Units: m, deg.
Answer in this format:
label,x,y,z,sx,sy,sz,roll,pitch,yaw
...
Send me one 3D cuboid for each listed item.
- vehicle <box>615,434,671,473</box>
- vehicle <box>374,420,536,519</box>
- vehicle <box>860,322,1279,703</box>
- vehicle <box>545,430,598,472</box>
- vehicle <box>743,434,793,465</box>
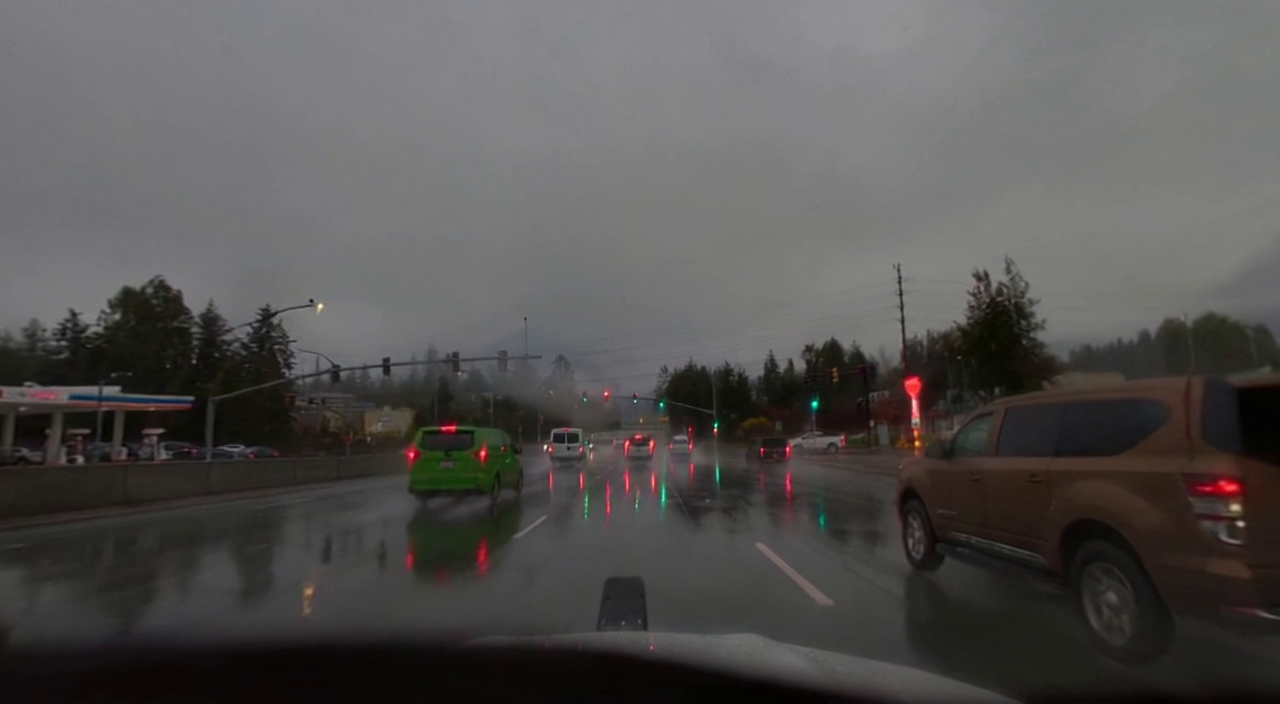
label,x,y,z,sx,sy,sz,roll,pitch,yaw
vehicle,0.115,4.847,30.378,2.426,1.703,5.602,0,-8,0
vehicle,-3.744,2.461,13.889,2.002,1.747,5.173,0,-8,0
vehicle,3.621,1.090,4.854,2.055,1.786,4.817,0,-8,0
vehicle,-3.358,4.959,31.695,2.025,1.936,4.995,0,-8,1
vehicle,7.363,5.618,36.484,2.119,1.696,4.623,0,-8,3
